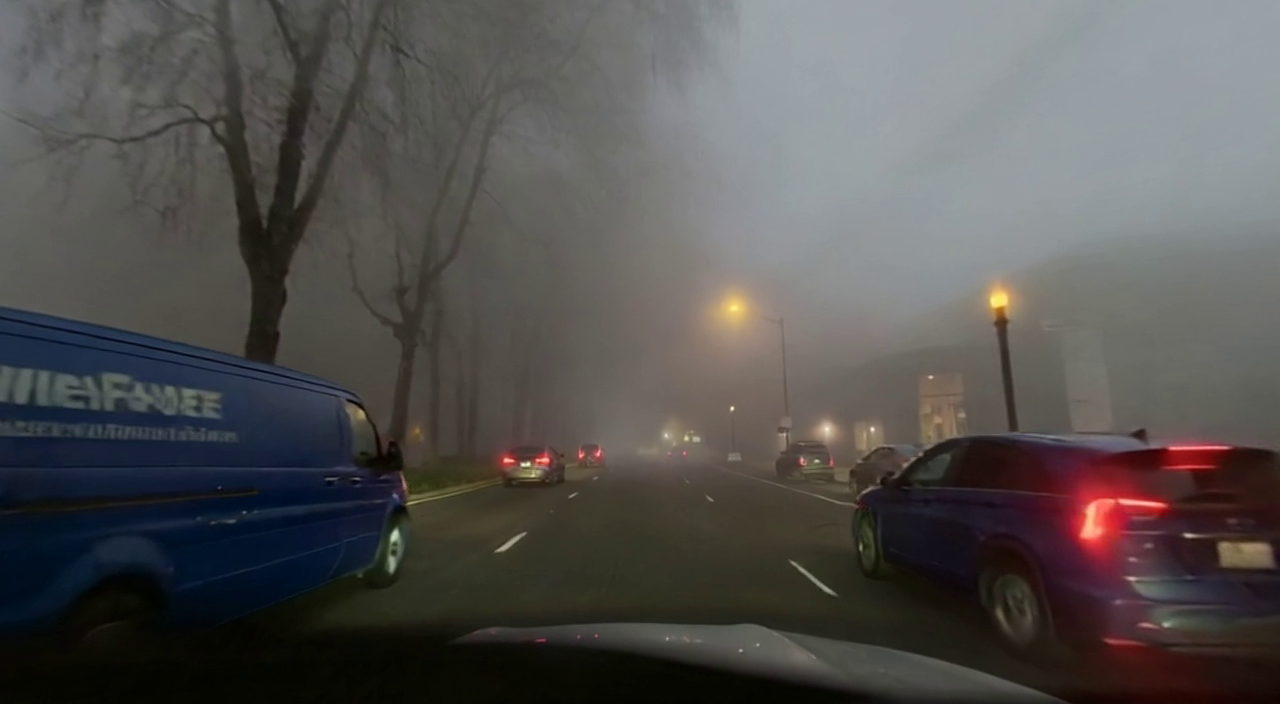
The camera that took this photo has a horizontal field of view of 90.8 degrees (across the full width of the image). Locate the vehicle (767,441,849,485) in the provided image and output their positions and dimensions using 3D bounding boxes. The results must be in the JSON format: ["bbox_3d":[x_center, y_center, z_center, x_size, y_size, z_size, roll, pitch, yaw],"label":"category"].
[{"bbox_3d":[6.671,4.453,25.567,1.983,1.618,4.108,0,-9,-4],"label":"vehicle"}]

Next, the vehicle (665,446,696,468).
[{"bbox_3d":[2.882,7.576,45.841,1.961,1.482,4.538,0,-9,-1],"label":"vehicle"}]

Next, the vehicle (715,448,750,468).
[{"bbox_3d":[6.791,7.791,46.670,1.896,1.442,4.305,0,-9,-1],"label":"vehicle"}]

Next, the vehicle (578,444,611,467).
[{"bbox_3d":[-3.453,8.001,48.903,2.145,1.694,4.642,0,-9,1],"label":"vehicle"}]

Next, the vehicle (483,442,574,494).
[{"bbox_3d":[-3.458,3.682,20.430,2.060,1.466,4.387,0,-9,1],"label":"vehicle"}]

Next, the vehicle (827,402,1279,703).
[{"bbox_3d":[3.227,1.301,4.951,2.021,1.491,4.563,0,-9,-1],"label":"vehicle"}]

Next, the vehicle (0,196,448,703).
[{"bbox_3d":[-3.423,0.842,4.096,2.490,2.153,5.594,0,-9,1],"label":"vehicle"}]
